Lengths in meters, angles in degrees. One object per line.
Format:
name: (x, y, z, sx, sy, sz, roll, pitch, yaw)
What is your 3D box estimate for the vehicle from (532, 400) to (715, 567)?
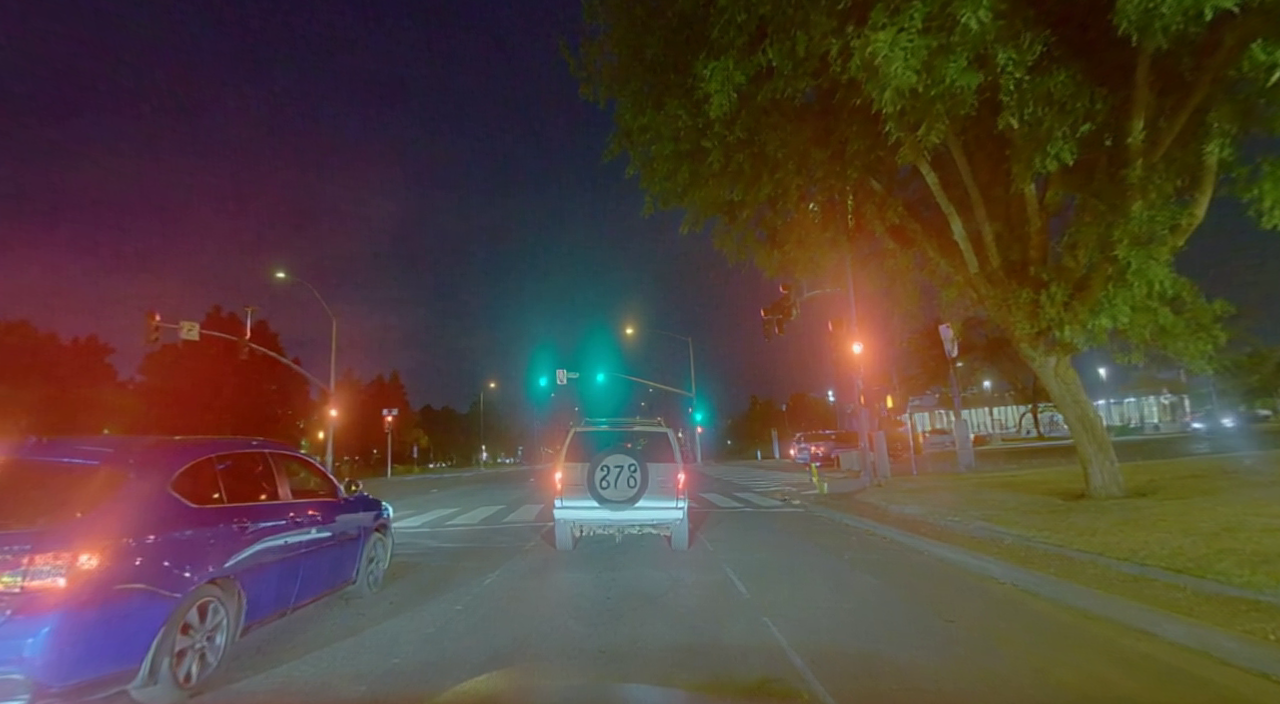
vehicle: (-0.188, 1.798, 9.340, 2.059, 1.877, 4.249, 0, -8, 0)

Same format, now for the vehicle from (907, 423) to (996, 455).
vehicle: (16.361, 4.590, 33.247, 3.830, 1.545, 2.006, 3, -9, -19)

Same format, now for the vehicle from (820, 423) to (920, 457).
vehicle: (12.762, 4.906, 35.104, 4.872, 1.806, 2.107, 3, -9, -19)

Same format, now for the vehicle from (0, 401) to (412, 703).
vehicle: (-3.386, 1.259, 4.563, 2.011, 1.527, 4.008, 0, -8, -1)
